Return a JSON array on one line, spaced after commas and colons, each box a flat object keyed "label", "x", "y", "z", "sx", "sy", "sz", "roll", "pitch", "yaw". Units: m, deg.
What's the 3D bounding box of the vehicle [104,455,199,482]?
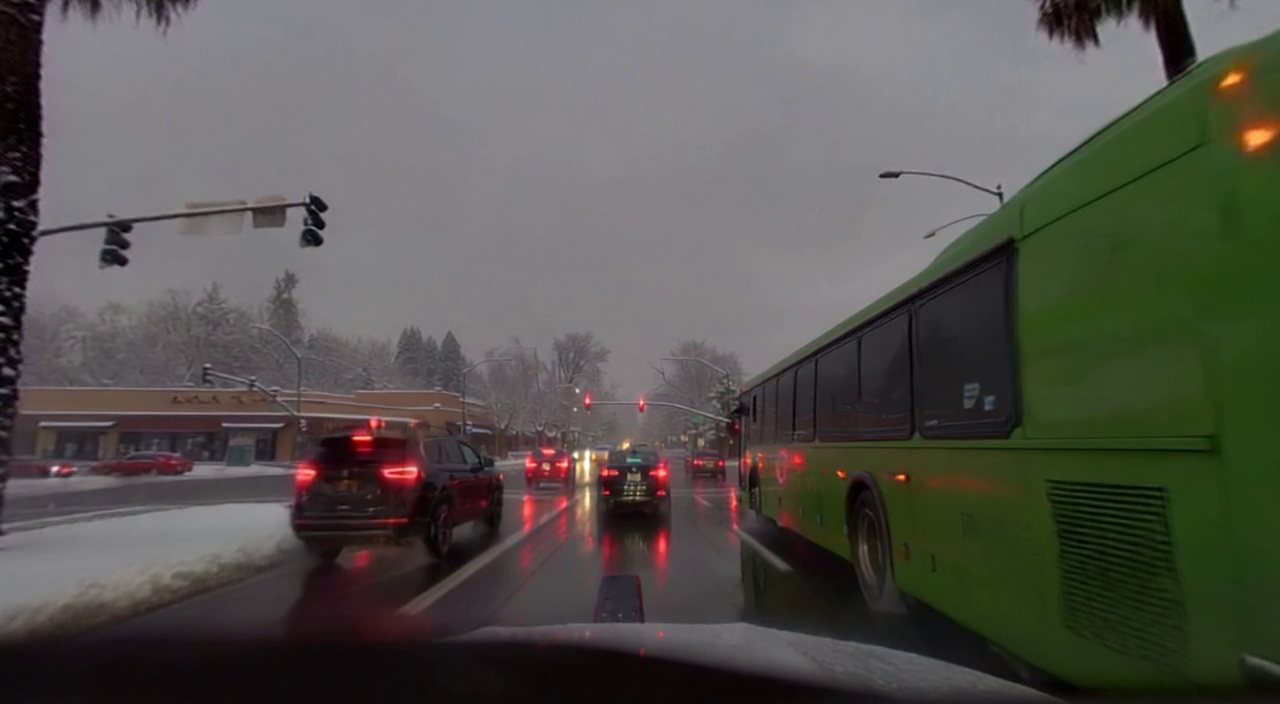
[{"label": "vehicle", "x": -34.737, "y": 8.297, "z": 45.043, "sx": 4.872, "sy": 1.622, "sz": 2.022, "roll": -1, "pitch": -8, "yaw": -7}]

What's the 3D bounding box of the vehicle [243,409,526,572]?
[{"label": "vehicle", "x": -3.353, "y": 1.945, "z": 9.709, "sx": 2.145, "sy": 1.824, "sz": 4.974, "roll": 0, "pitch": -9, "yaw": 2}]

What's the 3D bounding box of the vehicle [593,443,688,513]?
[{"label": "vehicle", "x": 0.034, "y": 3.025, "z": 15.636, "sx": 2.060, "sy": 1.499, "sz": 3.831, "roll": 0, "pitch": -9, "yaw": 1}]

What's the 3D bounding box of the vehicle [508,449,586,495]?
[{"label": "vehicle", "x": -3.061, "y": 4.050, "z": 21.716, "sx": 1.919, "sy": 1.415, "sz": 4.178, "roll": -1, "pitch": -9, "yaw": 2}]

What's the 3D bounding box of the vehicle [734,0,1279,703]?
[{"label": "vehicle", "x": 3.758, "y": 0.511, "z": 8.127, "sx": 3.068, "sy": 4.026, "sz": 13.534, "roll": 0, "pitch": -9, "yaw": 0}]

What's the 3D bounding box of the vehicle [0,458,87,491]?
[{"label": "vehicle", "x": -36.738, "y": 7.304, "z": 37.854, "sx": 4.855, "sy": 1.812, "sz": 2.153, "roll": 1, "pitch": -9, "yaw": -6}]

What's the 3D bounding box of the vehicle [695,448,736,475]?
[{"label": "vehicle", "x": 4.496, "y": 6.555, "z": 37.990, "sx": 1.989, "sy": 1.467, "sz": 4.364, "roll": 0, "pitch": -9, "yaw": 1}]
